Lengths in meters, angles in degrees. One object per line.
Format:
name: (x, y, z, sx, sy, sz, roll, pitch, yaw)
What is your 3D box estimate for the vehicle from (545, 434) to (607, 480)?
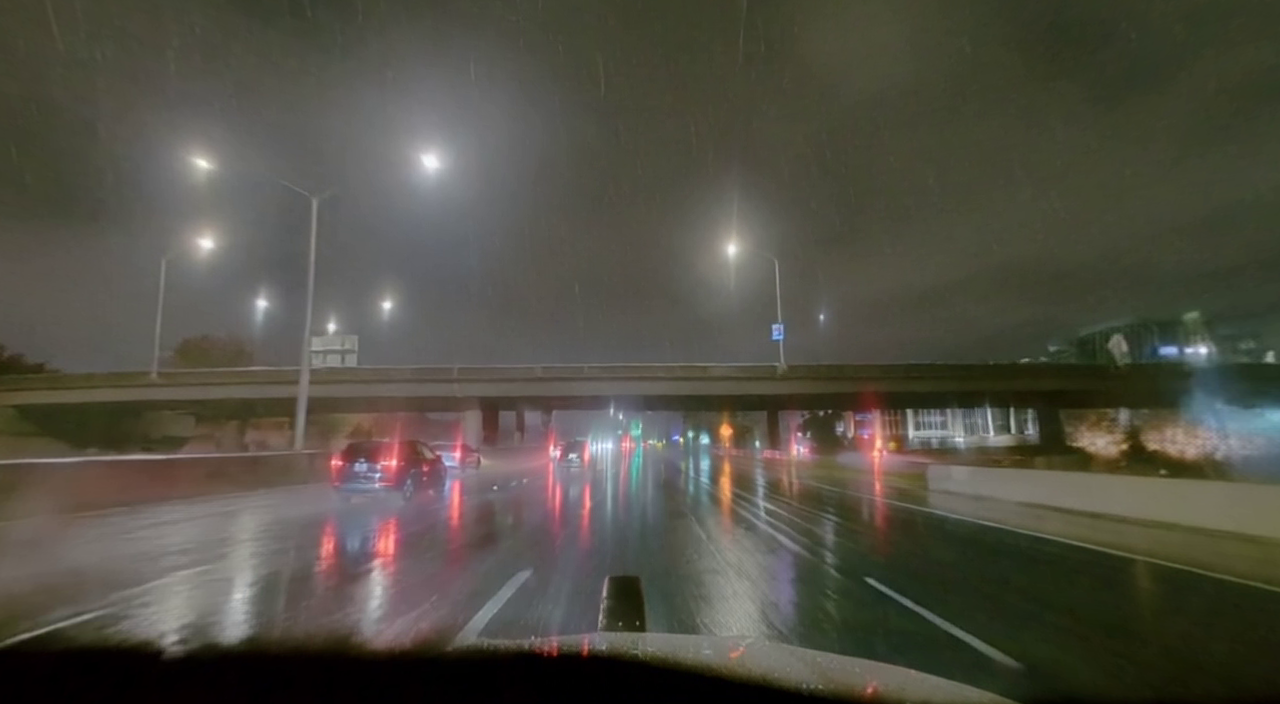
vehicle: (-2.487, 4.230, 25.744, 2.027, 1.697, 4.307, 0, -8, 1)

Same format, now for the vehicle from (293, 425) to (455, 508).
vehicle: (-6.489, 2.844, 16.162, 2.015, 1.762, 4.790, 0, -8, 1)

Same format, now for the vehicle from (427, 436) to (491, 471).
vehicle: (-9.690, 5.463, 34.242, 1.969, 1.759, 4.758, 0, -8, 1)
